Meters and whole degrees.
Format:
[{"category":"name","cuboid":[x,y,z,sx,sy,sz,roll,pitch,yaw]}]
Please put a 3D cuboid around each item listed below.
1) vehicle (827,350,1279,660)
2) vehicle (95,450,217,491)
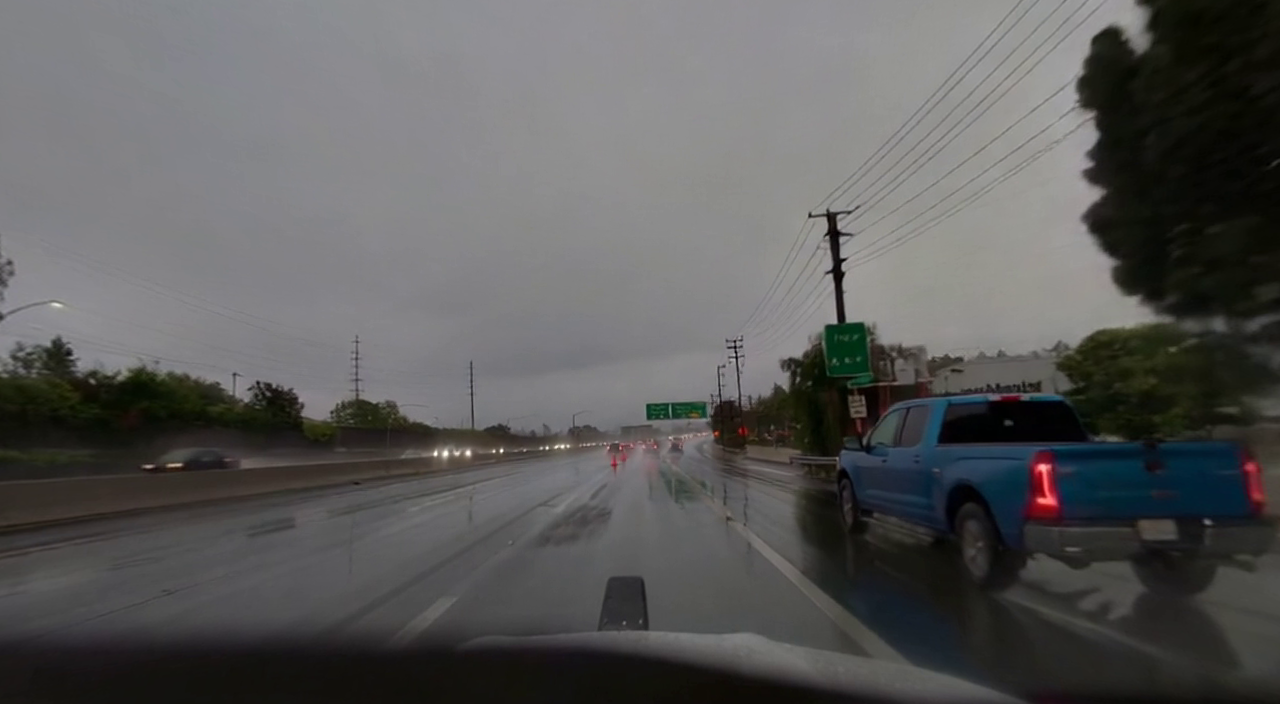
[{"category":"vehicle","cuboid":[3.817,1.275,6.457,2.186,1.840,5.289,0,-8,0]},{"category":"vehicle","cuboid":[-24.014,5.850,31.608,1.932,1.767,5.179,0,-8,1]}]
